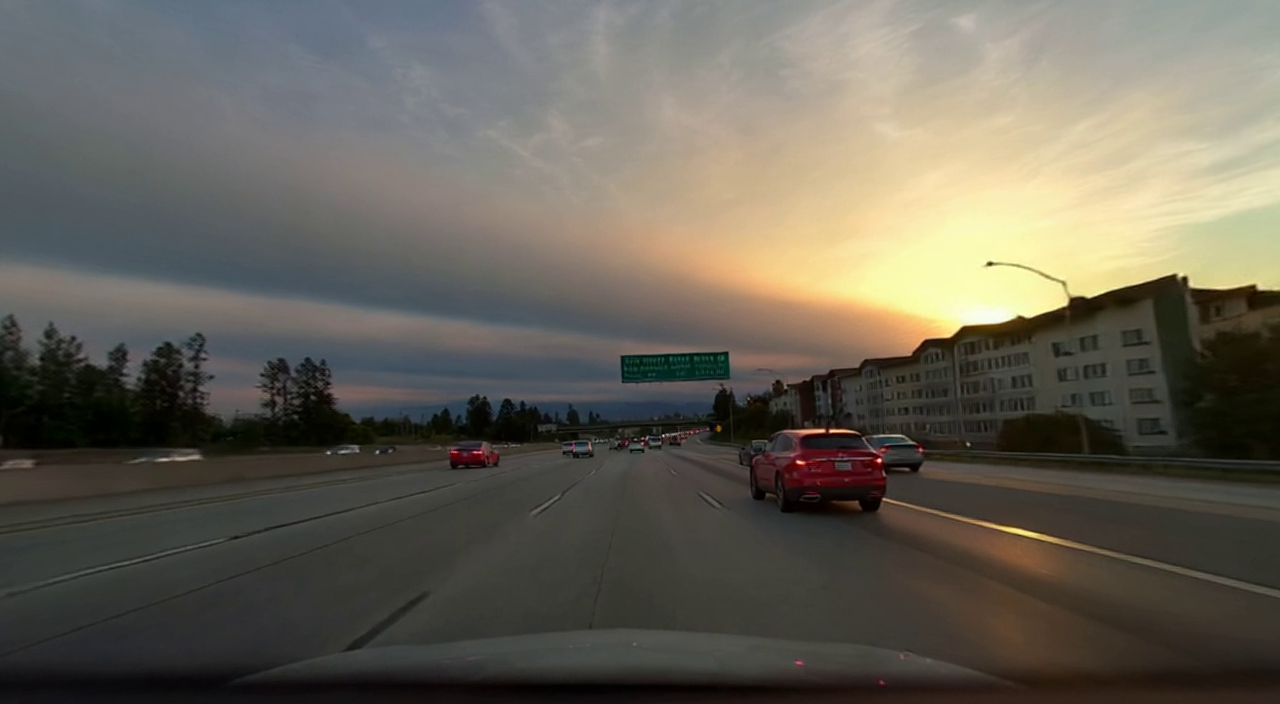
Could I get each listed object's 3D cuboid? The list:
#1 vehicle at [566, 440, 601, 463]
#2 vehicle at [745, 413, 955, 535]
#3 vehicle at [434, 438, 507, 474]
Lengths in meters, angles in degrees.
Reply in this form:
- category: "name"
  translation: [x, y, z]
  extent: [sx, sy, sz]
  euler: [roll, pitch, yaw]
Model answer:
- category: "vehicle"
  translation: [-3.803, 6.789, 43.193]
  extent: [2.002, 1.466, 4.378]
  euler: [0, -8, -1]
- category: "vehicle"
  translation: [3.300, 2.019, 11.034]
  extent: [2.080, 1.694, 4.286]
  euler: [0, -8, -1]
- category: "vehicle"
  translation: [-7.516, 4.657, 28.493]
  extent: [2.021, 1.496, 4.495]
  euler: [0, -8, 1]
